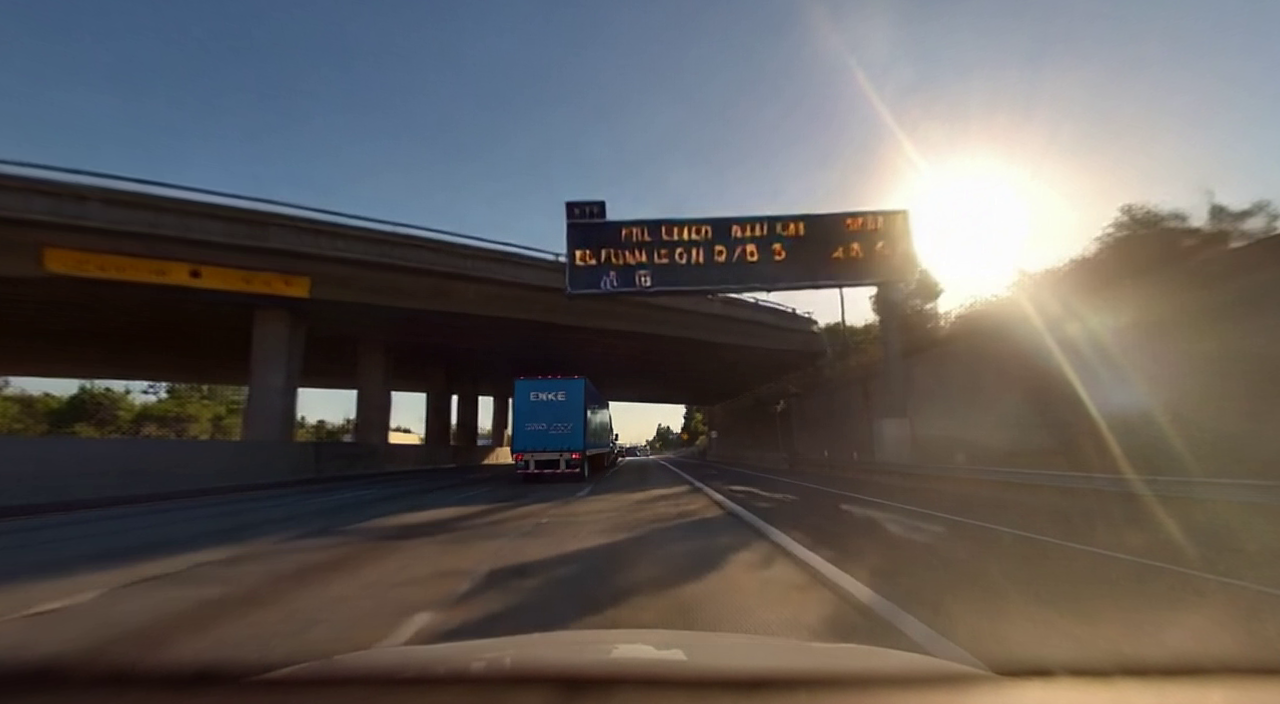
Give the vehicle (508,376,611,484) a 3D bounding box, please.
[{"bbox_3d":[-3.199,3.685,28.681,3.059,3.956,11.036,0,-9,1],"label":"vehicle"}]
